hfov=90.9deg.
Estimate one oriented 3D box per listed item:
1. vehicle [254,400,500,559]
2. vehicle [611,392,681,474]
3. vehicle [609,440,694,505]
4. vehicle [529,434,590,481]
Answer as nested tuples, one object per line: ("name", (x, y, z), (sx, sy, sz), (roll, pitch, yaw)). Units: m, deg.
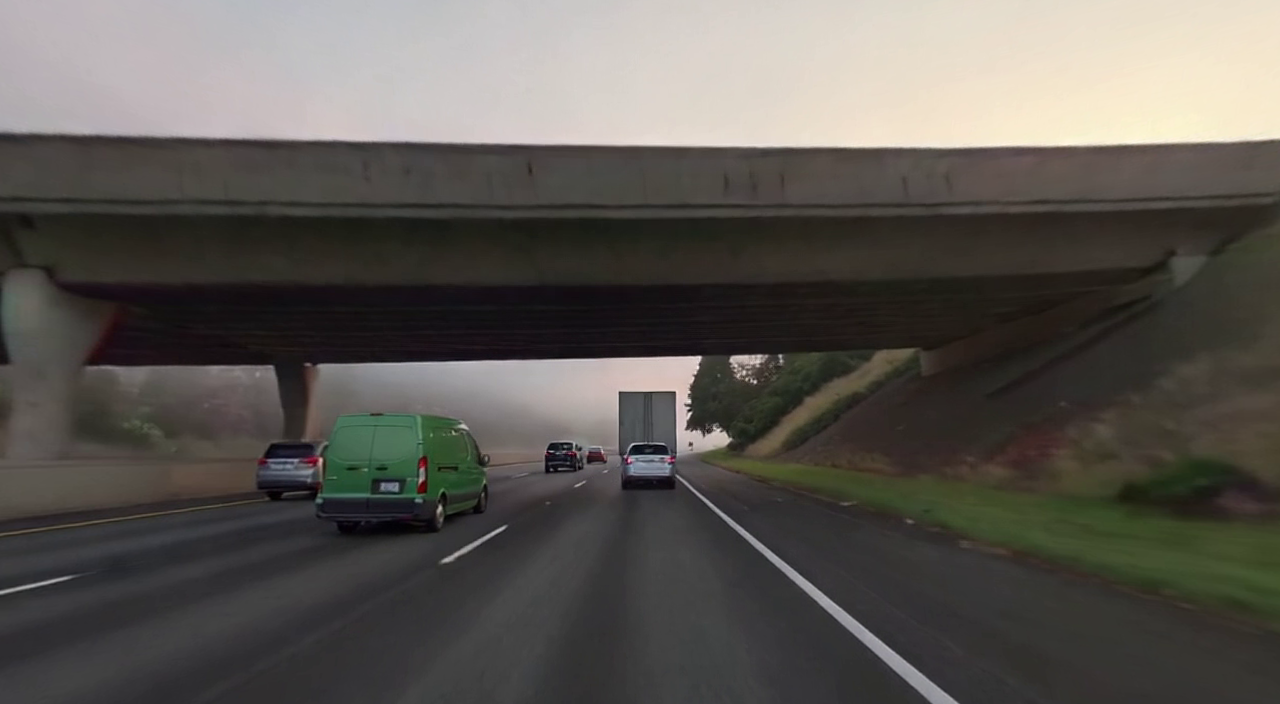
("vehicle", (-3.591, 1.830, 9.583), (1.951, 1.882, 3.979), (0, -9, 1))
("vehicle", (0.494, 5.250, 38.924), (3.289, 3.822, 18.653), (0, -9, 1))
("vehicle", (0.246, 3.089, 16.520), (1.991, 1.507, 3.391), (0, -9, -1))
("vehicle", (-3.416, 4.599, 27.651), (2.068, 1.862, 4.234), (0, -9, 1))
